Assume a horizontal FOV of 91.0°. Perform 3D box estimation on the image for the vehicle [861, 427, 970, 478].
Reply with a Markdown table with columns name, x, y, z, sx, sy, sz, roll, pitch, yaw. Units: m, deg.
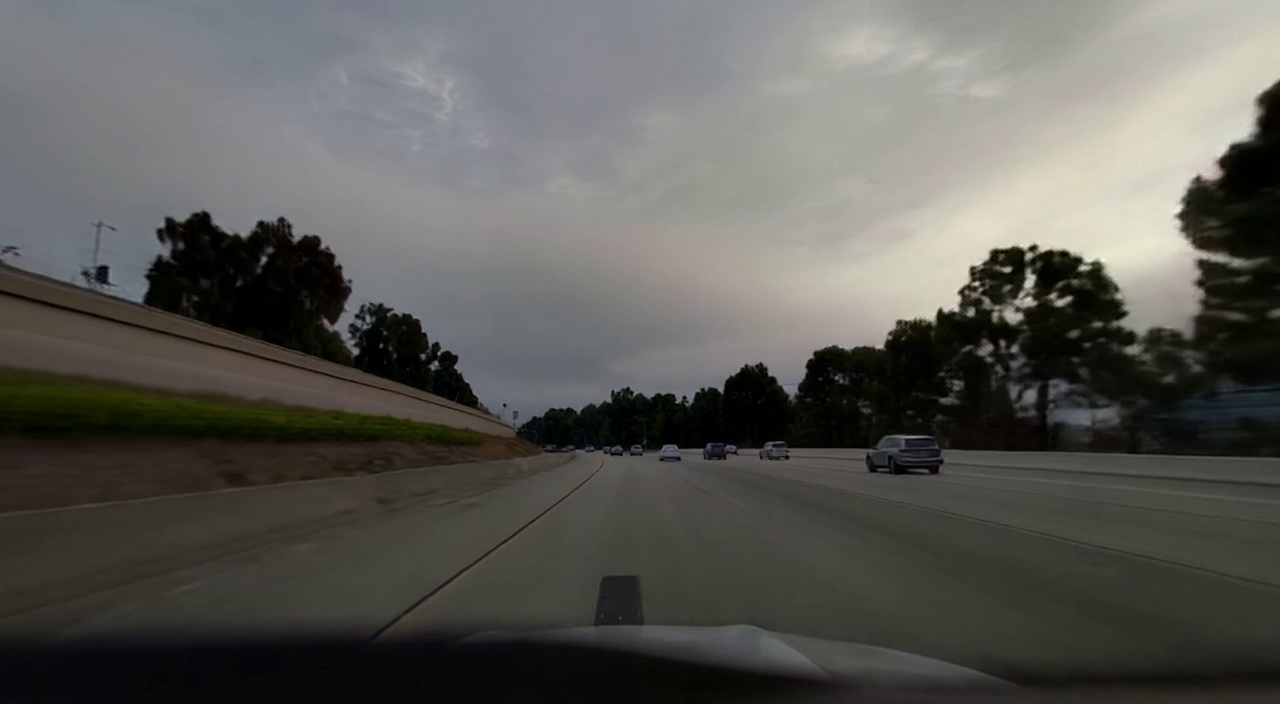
| name | x | y | z | sx | sy | sz | roll | pitch | yaw |
| --- | --- | --- | --- | --- | --- | --- | --- | --- | --- |
| vehicle | 10.532 | 3.881 | 24.493 | 2.077 | 1.763 | 4.472 | 0 | -9 | -2 |

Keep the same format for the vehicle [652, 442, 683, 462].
| name | x | y | z | sx | sy | sz | roll | pitch | yaw |
| --- | --- | --- | --- | --- | --- | --- | --- | --- | --- |
| vehicle | 2.076 | 7.736 | 48.739 | 1.934 | 1.491 | 3.982 | 0 | -9 | -3 |

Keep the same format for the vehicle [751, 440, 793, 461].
| name | x | y | z | sx | sy | sz | roll | pitch | yaw |
| --- | --- | --- | --- | --- | --- | --- | --- | --- | --- |
| vehicle | 10.079 | 7.542 | 48.312 | 1.987 | 1.546 | 4.271 | 0 | -9 | -4 |

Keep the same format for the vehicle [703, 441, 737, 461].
| name | x | y | z | sx | sy | sz | roll | pitch | yaw |
| --- | --- | --- | --- | --- | --- | --- | --- | --- | --- |
| vehicle | 6.225 | 7.798 | 49.468 | 1.904 | 1.488 | 4.299 | 0 | -9 | -4 |
